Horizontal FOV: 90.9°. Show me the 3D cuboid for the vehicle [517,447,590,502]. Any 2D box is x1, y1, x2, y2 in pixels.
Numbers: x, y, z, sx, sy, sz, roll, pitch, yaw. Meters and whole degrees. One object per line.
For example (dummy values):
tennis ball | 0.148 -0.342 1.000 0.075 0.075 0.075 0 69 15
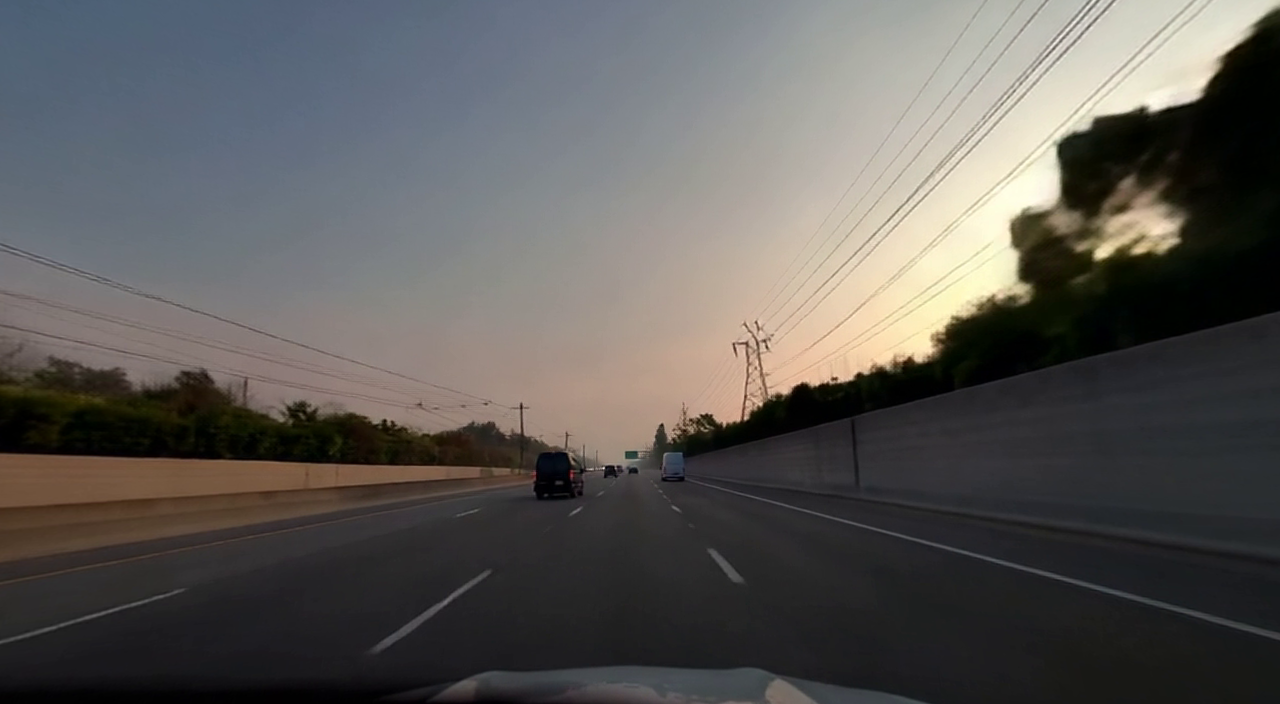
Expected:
vehicle | -3.428 5.021 25.945 2.324 2.008 4.654 1 -11 0
